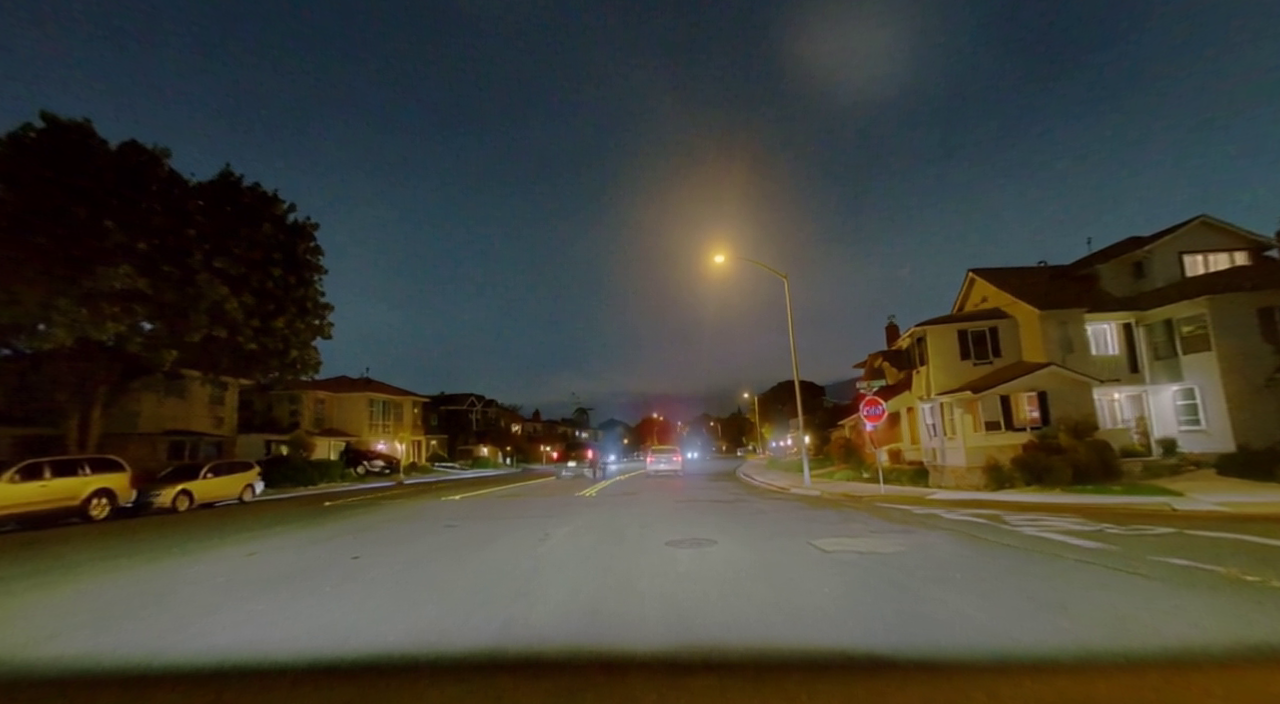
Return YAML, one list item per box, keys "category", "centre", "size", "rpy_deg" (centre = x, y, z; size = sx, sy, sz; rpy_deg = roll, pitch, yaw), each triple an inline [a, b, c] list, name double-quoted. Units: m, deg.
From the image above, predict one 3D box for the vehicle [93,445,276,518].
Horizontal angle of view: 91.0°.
- category: "vehicle"
  centre: [-13.772, 3.932, 19.511]
  size: [2.076, 1.864, 4.730]
  rpy_deg: [-3, -10, 1]

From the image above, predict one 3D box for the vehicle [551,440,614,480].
- category: "vehicle"
  centre: [-2.605, 4.999, 29.518]
  size: [2.178, 1.695, 4.339]
  rpy_deg: [-1, -8, 5]

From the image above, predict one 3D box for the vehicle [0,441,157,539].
- category: "vehicle"
  centre: [-14.117, 3.037, 13.900]
  size: [2.191, 1.980, 5.888]
  rpy_deg: [-4, -9, 1]

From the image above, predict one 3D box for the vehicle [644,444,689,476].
- category: "vehicle"
  centre: [1.402, 5.405, 31.748]
  size: [1.955, 1.459, 4.383]
  rpy_deg: [-1, -8, 6]
